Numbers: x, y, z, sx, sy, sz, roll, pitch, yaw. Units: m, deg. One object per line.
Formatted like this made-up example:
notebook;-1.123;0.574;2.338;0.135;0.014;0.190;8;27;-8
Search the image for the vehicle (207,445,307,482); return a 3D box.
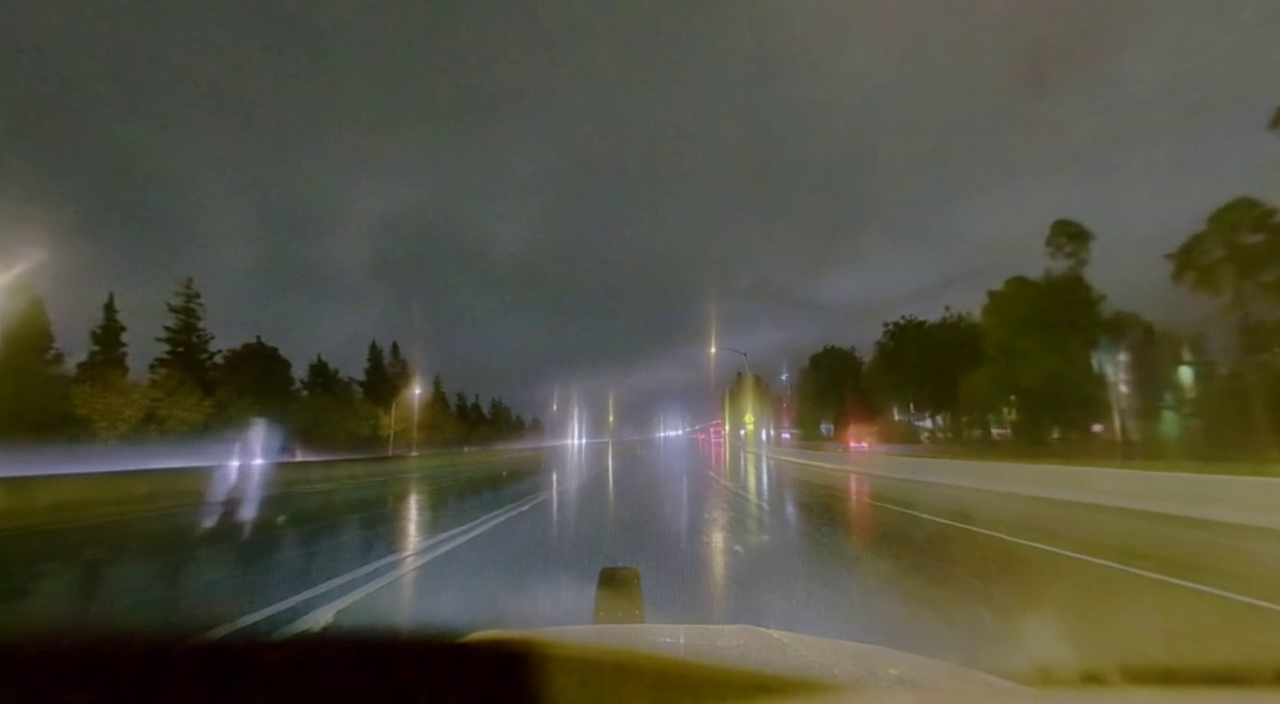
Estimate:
vehicle;-21.318;6.183;35.358;2.282;1.884;4.847;-1;-9;4
